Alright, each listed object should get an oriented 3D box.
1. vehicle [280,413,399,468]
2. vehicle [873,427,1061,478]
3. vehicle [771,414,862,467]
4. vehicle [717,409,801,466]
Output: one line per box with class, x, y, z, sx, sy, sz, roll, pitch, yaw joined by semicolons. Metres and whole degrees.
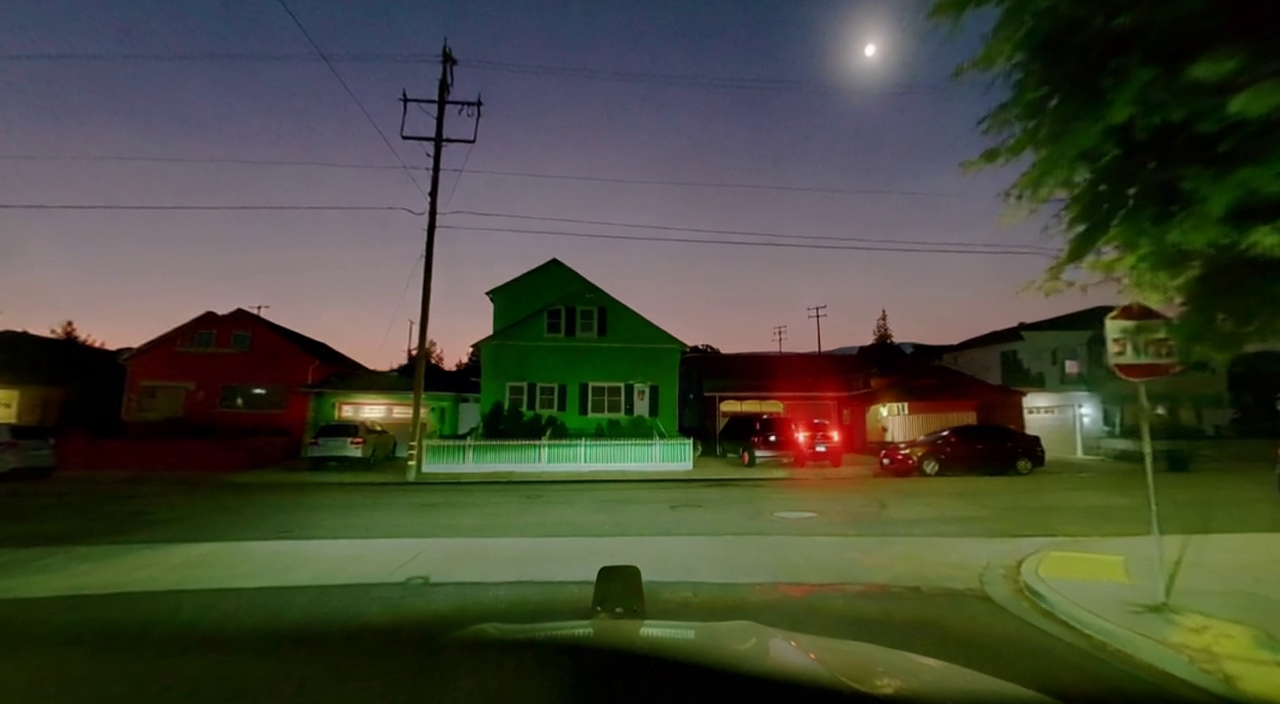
vehicle;-10.578;3.204;22.638;2.091;1.760;4.760;0;-9;-2
vehicle;9.933;3.092;19.426;4.644;1.482;1.997;0;-9;0
vehicle;6.446;3.287;23.471;2.053;1.756;4.034;0;-8;-2
vehicle;4.266;3.114;23.312;2.081;1.891;4.367;0;-6;-2
